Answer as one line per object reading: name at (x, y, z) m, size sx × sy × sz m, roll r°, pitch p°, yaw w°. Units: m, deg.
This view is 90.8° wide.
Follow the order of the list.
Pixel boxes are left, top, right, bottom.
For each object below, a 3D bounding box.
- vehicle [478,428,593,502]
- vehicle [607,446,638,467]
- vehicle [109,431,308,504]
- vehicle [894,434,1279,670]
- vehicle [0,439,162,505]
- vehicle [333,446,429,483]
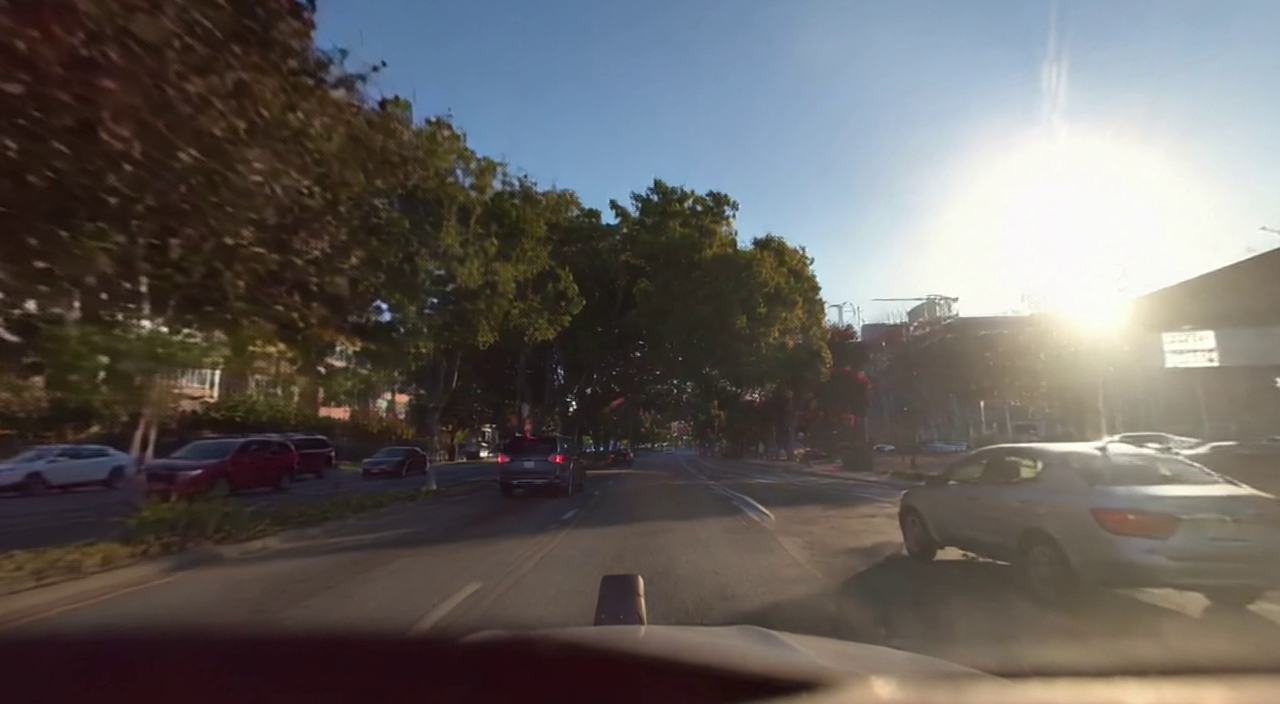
vehicle at (-2.821, 3.233, 18.437) m, size 2.305 × 1.833 × 4.912 m, roll -1°, pitch -9°, yaw 3°
vehicle at (-1.317, 8.015, 48.596) m, size 1.976 × 1.571 × 4.649 m, roll -1°, pitch -9°, yaw 3°
vehicle at (-11.535, 3.114, 17.428) m, size 2.016 × 1.710 × 4.734 m, roll 0°, pitch -9°, yaw 2°
vehicle at (4.398, 1.595, 6.232) m, size 1.960 × 1.471 × 4.378 m, roll 0°, pitch -9°, yaw 0°
vehicle at (-15.301, 3.117, 16.825) m, size 1.871 × 1.515 × 4.229 m, roll 0°, pitch -9°, yaw -1°
vehicle at (-11.109, 4.832, 27.567) m, size 1.960 × 1.451 × 4.870 m, roll 0°, pitch -9°, yaw 2°
